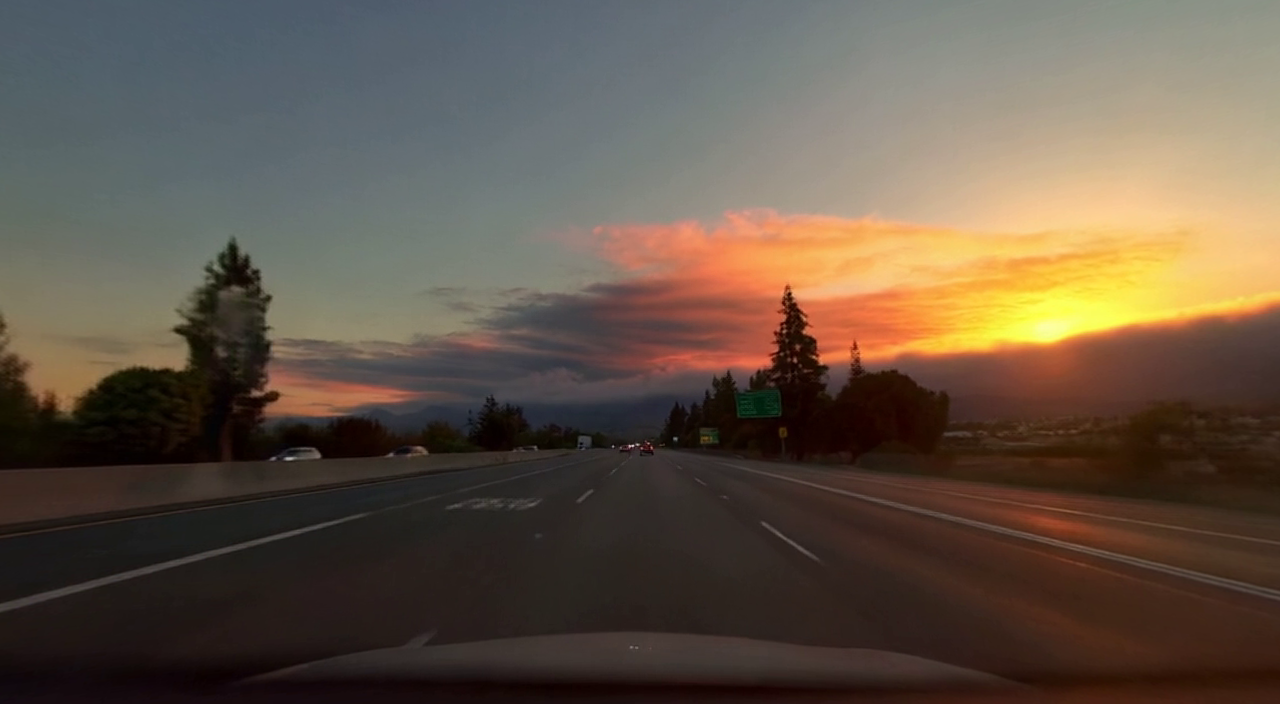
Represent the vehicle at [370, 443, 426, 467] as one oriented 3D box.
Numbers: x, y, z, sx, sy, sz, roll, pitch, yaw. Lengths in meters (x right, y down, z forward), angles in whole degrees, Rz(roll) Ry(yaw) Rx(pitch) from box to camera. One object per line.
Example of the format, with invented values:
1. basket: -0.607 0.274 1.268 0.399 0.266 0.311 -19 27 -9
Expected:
1. vehicle: -17.249 7.381 45.265 2.062 1.597 4.765 0 -9 1
